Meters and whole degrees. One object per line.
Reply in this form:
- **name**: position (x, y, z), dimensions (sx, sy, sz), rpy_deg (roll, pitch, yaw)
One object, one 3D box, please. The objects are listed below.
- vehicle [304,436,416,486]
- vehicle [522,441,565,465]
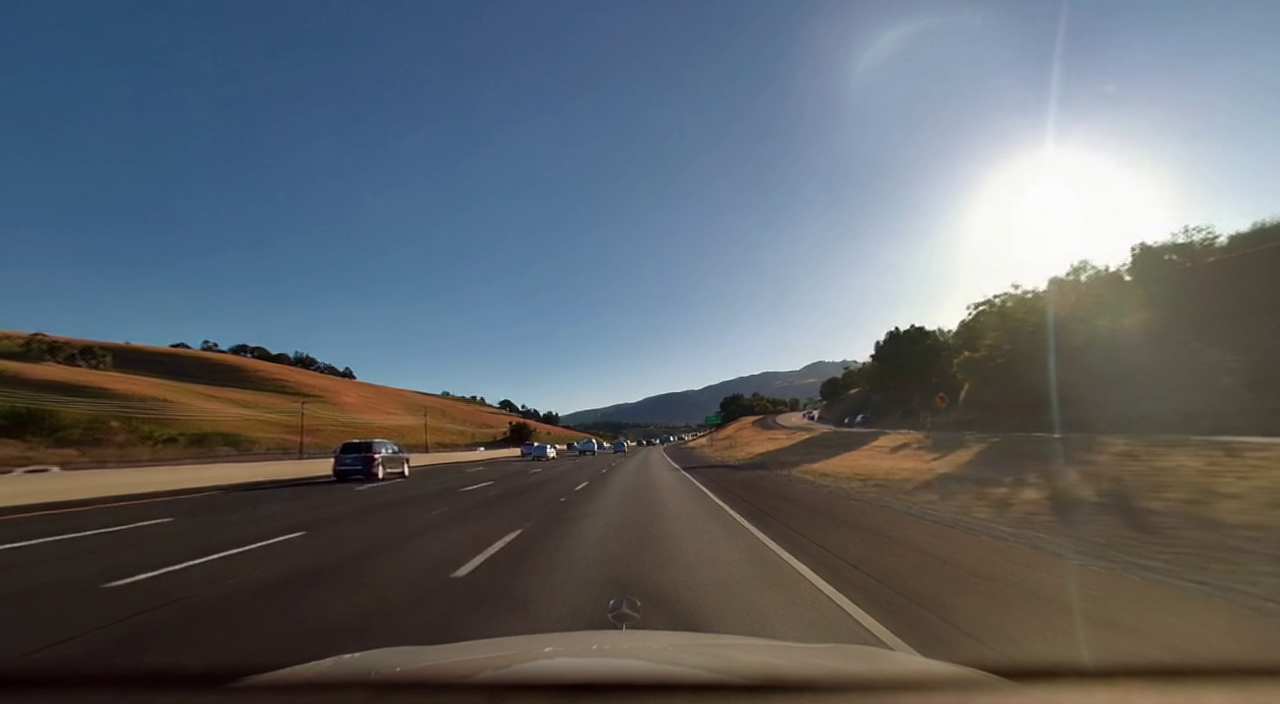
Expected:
- **vehicle**: position (-10.487, 4.094, 24.044), dimensions (2.122, 1.695, 4.437), rpy_deg (0, -9, 2)
- **vehicle**: position (-6.449, 6.837, 42.809), dimensions (2.107, 1.484, 4.449), rpy_deg (0, -9, 2)
